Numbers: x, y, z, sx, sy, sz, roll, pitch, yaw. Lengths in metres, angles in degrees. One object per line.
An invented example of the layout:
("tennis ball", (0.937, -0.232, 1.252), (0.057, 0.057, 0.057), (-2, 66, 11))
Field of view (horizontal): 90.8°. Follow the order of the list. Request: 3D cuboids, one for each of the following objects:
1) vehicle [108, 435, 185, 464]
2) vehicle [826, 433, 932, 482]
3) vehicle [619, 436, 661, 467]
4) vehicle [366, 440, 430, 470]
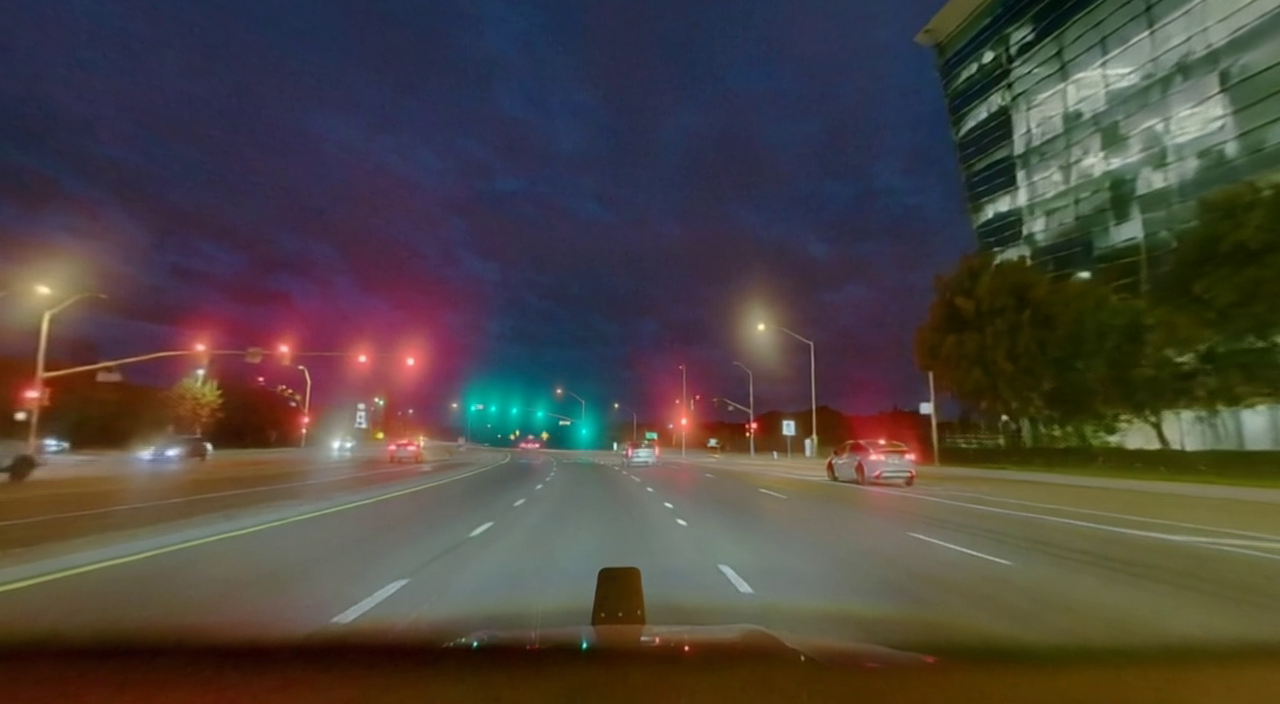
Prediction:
("vehicle", (-31.197, 6.158, 40.089), (1.851, 1.700, 4.087), (1, -9, -7))
("vehicle", (9.383, 4.164, 25.310), (2.130, 1.741, 4.665), (0, -8, -4))
("vehicle", (-0.047, 6.069, 38.665), (2.024, 1.724, 3.928), (1, -9, -8))
("vehicle", (-14.159, 6.012, 37.236), (2.399, 1.624, 4.585), (1, -8, -6))
